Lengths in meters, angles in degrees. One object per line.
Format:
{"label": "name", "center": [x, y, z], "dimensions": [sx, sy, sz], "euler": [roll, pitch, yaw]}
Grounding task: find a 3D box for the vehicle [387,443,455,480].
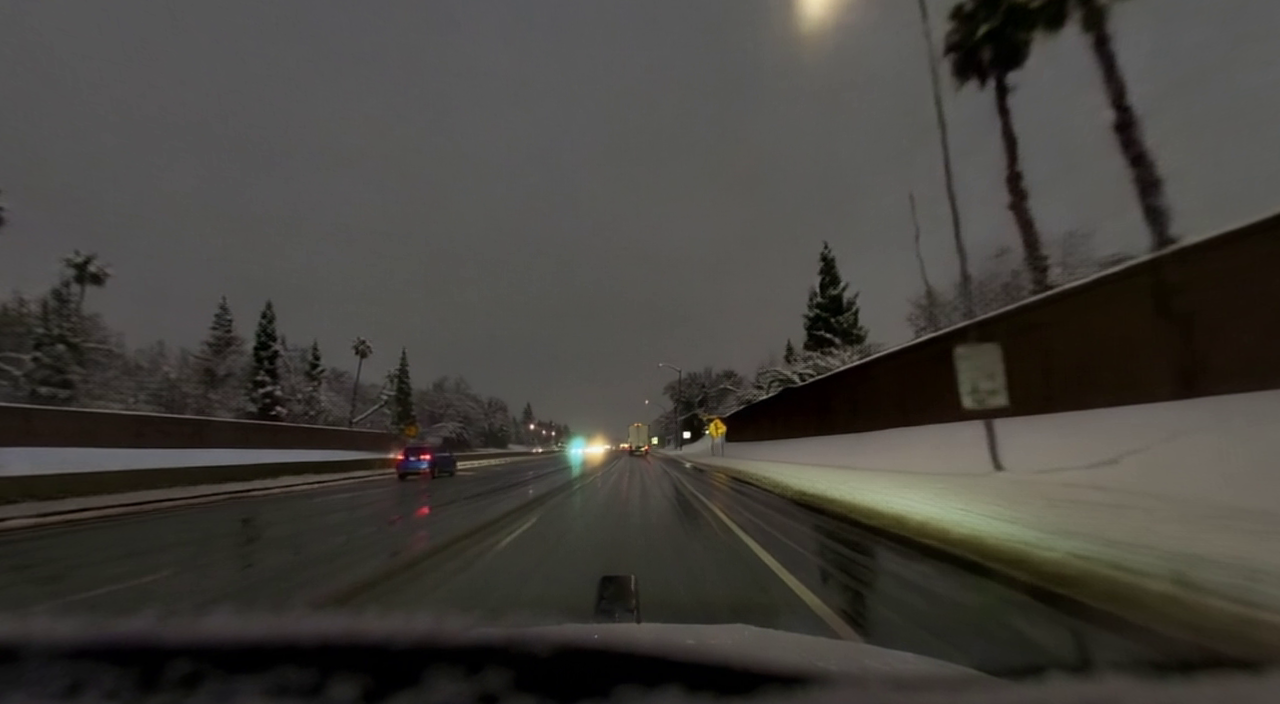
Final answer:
{"label": "vehicle", "center": [-10.729, 5.377, 31.262], "dimensions": [1.897, 1.653, 4.113], "euler": [0, -9, 0]}
